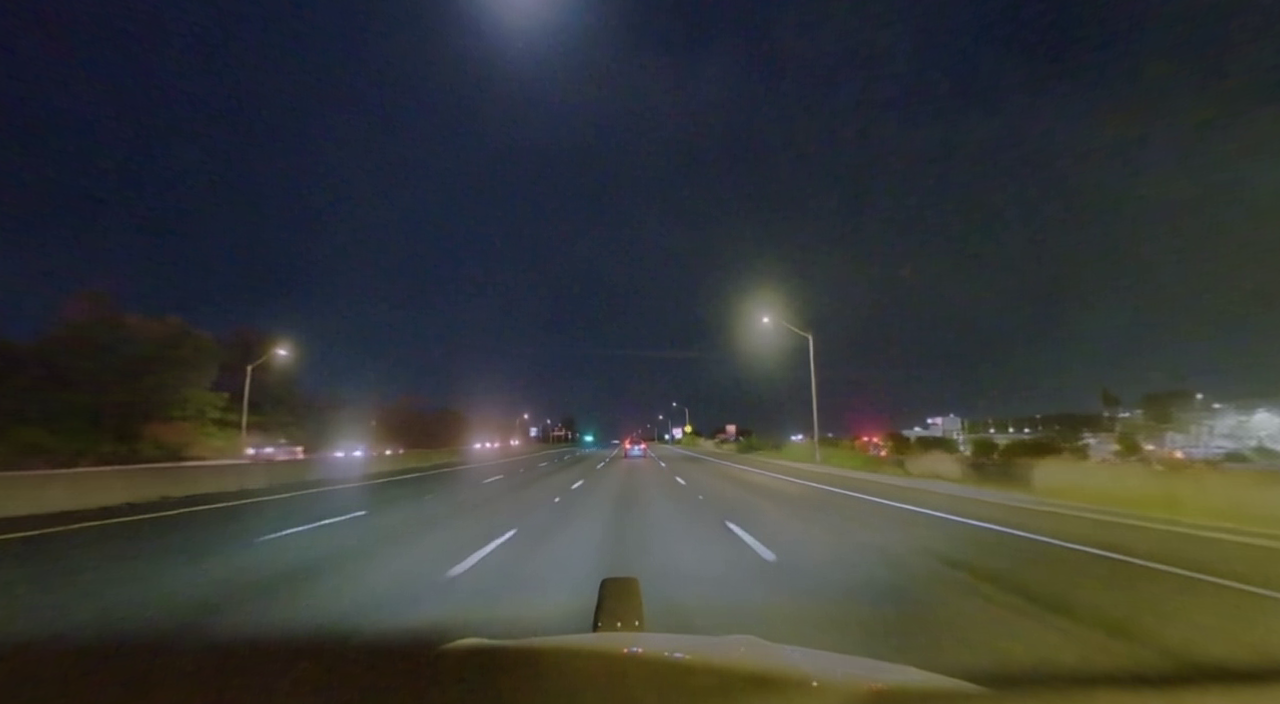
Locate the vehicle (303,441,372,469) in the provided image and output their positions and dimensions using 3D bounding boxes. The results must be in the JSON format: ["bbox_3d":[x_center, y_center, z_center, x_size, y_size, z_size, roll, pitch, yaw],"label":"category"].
[{"bbox_3d":[-18.226,6.230,38.342,1.893,1.520,4.617,-1,-9,0],"label":"vehicle"}]

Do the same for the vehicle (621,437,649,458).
[{"bbox_3d":[-0.359,7.177,47.314,2.025,1.460,4.189,0,-9,0],"label":"vehicle"}]

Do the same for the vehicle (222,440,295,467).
[{"bbox_3d":[-29.031,7.697,48.278,2.216,1.905,5.411,0,-9,-1],"label":"vehicle"}]
